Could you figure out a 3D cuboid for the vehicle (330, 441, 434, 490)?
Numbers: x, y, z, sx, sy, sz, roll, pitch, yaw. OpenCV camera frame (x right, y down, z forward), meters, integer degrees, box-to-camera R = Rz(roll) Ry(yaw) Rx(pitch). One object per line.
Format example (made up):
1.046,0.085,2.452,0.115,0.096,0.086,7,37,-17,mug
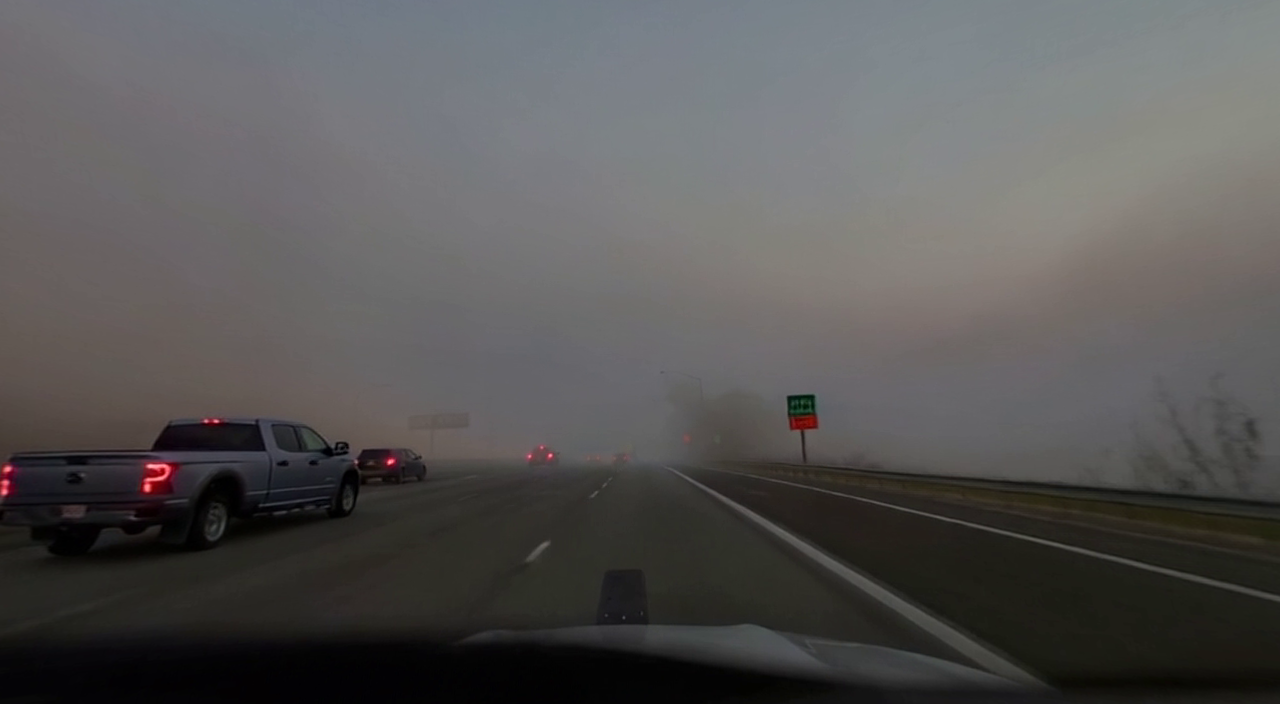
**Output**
-9.773,4.295,24.322,2.060,1.662,4.469,0,-8,1,vehicle

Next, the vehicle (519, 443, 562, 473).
-6.162,6.594,39.610,2.009,1.735,4.358,0,-8,0,vehicle

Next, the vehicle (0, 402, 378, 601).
-6.242,1.804,8.879,2.403,1.773,6.276,0,-8,0,vehicle
